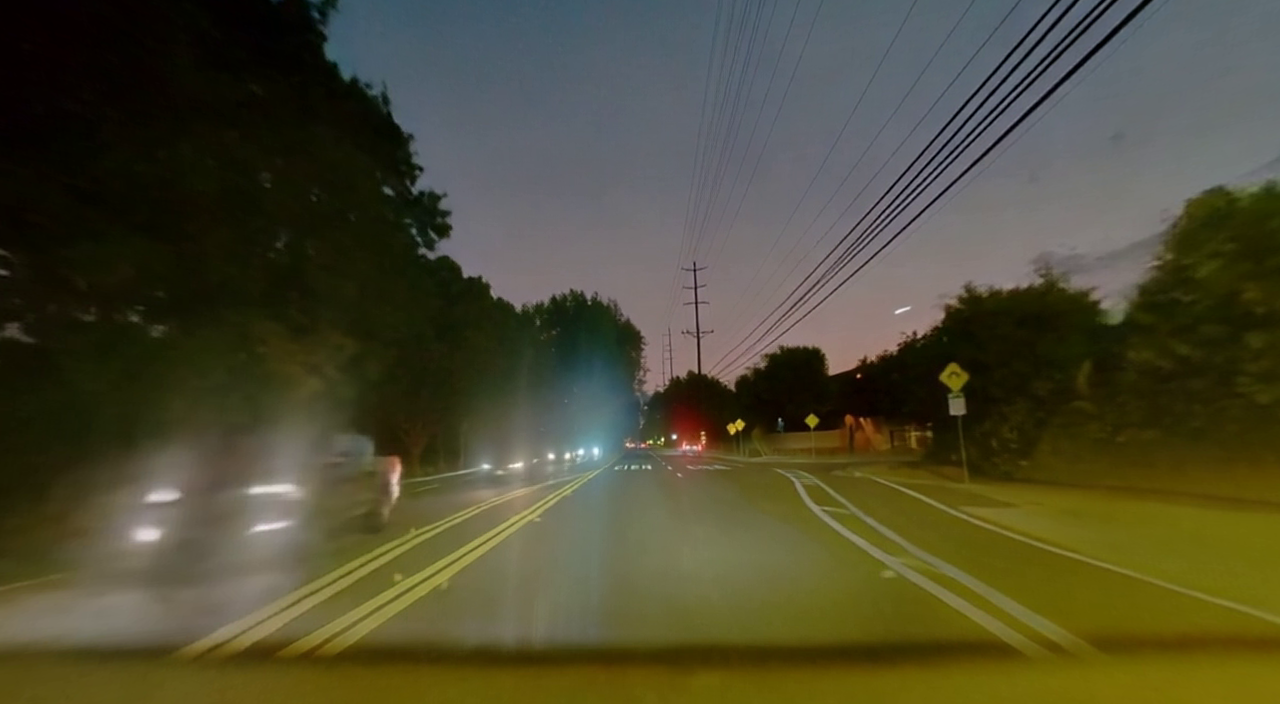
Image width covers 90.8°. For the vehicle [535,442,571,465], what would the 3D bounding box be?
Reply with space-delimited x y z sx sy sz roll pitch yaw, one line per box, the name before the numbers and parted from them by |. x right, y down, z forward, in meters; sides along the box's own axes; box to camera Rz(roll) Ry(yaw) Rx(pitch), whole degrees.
vehicle | -6.657 7.804 48.730 2.157 1.711 4.460 0 -9 0

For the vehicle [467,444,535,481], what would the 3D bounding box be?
vehicle | -6.124 4.921 28.403 2.043 1.484 4.532 0 -9 0

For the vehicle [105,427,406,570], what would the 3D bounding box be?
vehicle | -5.193 1.993 9.372 2.001 1.616 4.064 0 -9 -2
